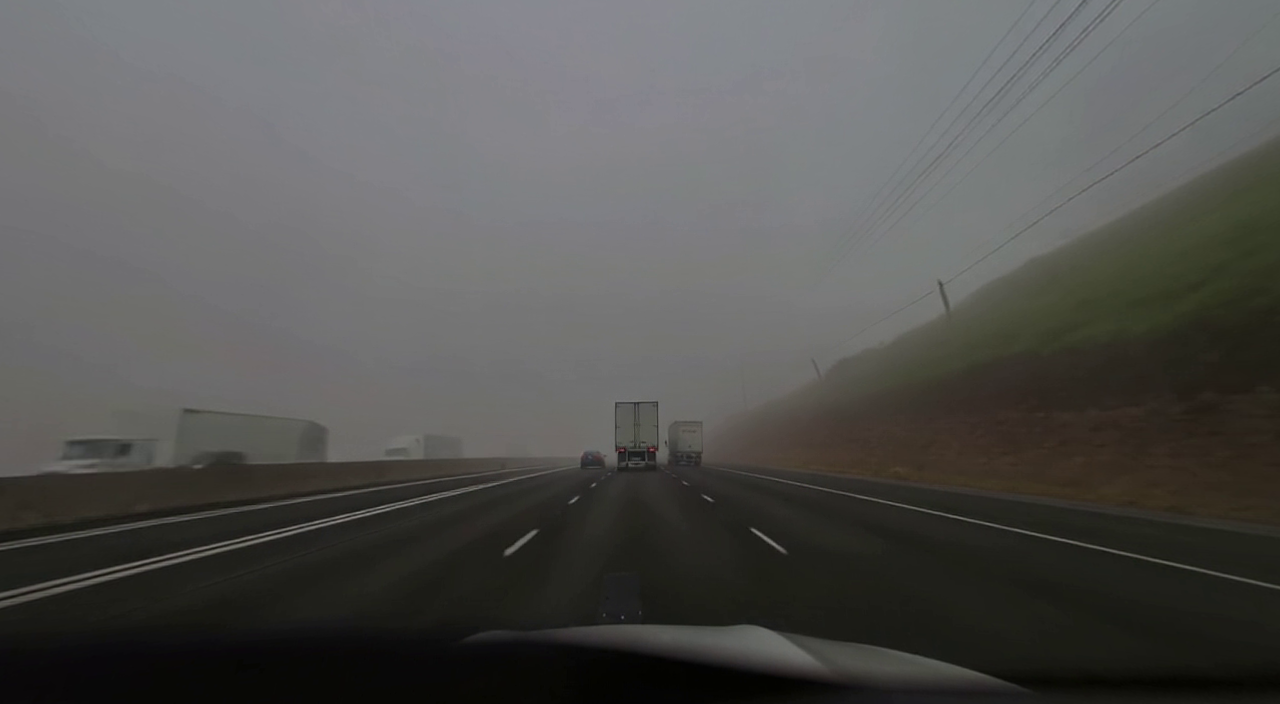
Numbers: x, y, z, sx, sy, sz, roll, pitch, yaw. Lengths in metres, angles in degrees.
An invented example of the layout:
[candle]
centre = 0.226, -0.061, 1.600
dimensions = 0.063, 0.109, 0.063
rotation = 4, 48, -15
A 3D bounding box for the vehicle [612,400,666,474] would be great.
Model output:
[vehicle]
centre = -0.063, 5.524, 40.340
dimensions = 2.985, 4.025, 10.982
rotation = 0, -9, 0
